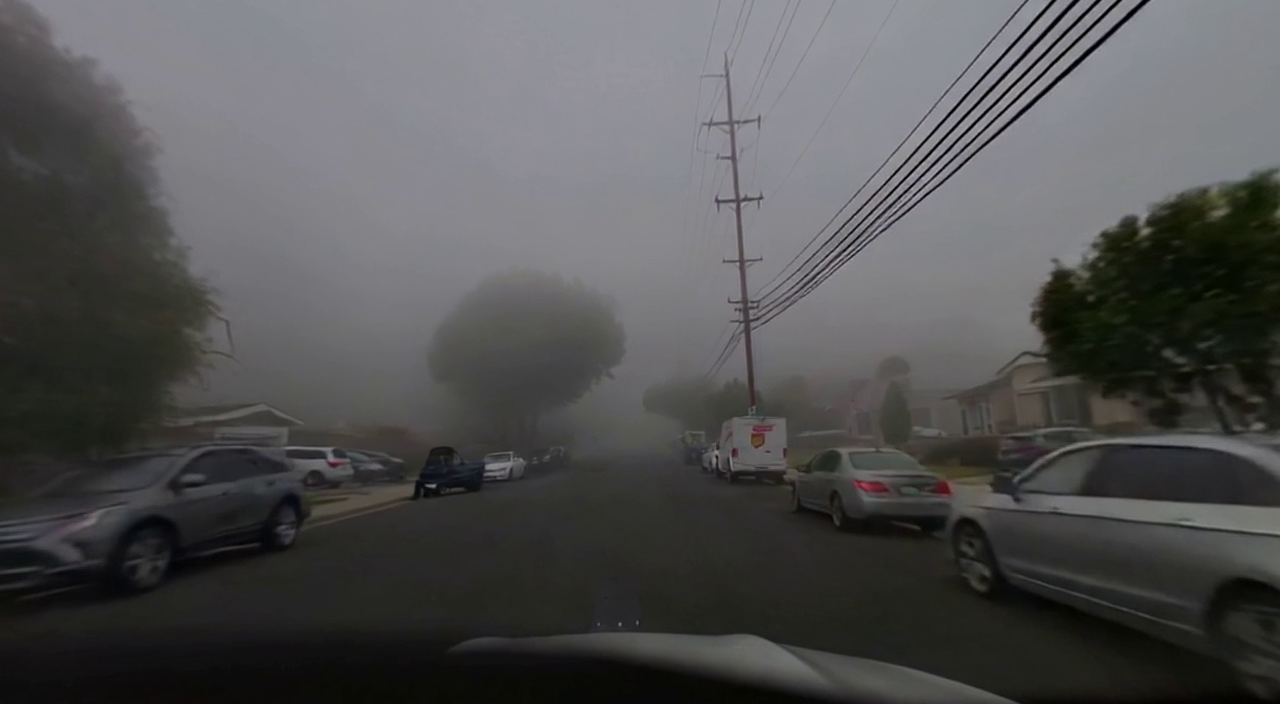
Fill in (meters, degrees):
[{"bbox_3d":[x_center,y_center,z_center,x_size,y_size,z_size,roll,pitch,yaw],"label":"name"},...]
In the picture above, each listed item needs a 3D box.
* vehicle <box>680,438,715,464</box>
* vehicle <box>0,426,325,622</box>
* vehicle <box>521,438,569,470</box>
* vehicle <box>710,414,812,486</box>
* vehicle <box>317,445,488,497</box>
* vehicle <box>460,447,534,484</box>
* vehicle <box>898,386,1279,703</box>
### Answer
[{"bbox_3d":[3.723,6.507,41.426,1.848,1.550,4.054,0,-9,-1],"label":"vehicle"},{"bbox_3d":[-6.049,1.851,7.771,1.989,1.693,4.292,-2,-8,2],"label":"vehicle"},{"bbox_3d":[-6.197,6.698,41.620,2.322,1.913,5.582,0,-9,0],"label":"vehicle"},{"bbox_3d":[3.971,3.378,21.823,2.396,2.164,5.381,0,-9,0],"label":"vehicle"},{"bbox_3d":[-7.671,3.887,20.785,4.935,1.454,1.900,-1,-8,-5],"label":"vehicle"},{"bbox_3d":[-6.182,4.950,27.797,2.048,1.438,4.728,-2,-9,1],"label":"vehicle"},{"bbox_3d":[3.773,1.111,4.016,2.112,1.528,4.944,0,-9,0],"label":"vehicle"}]
